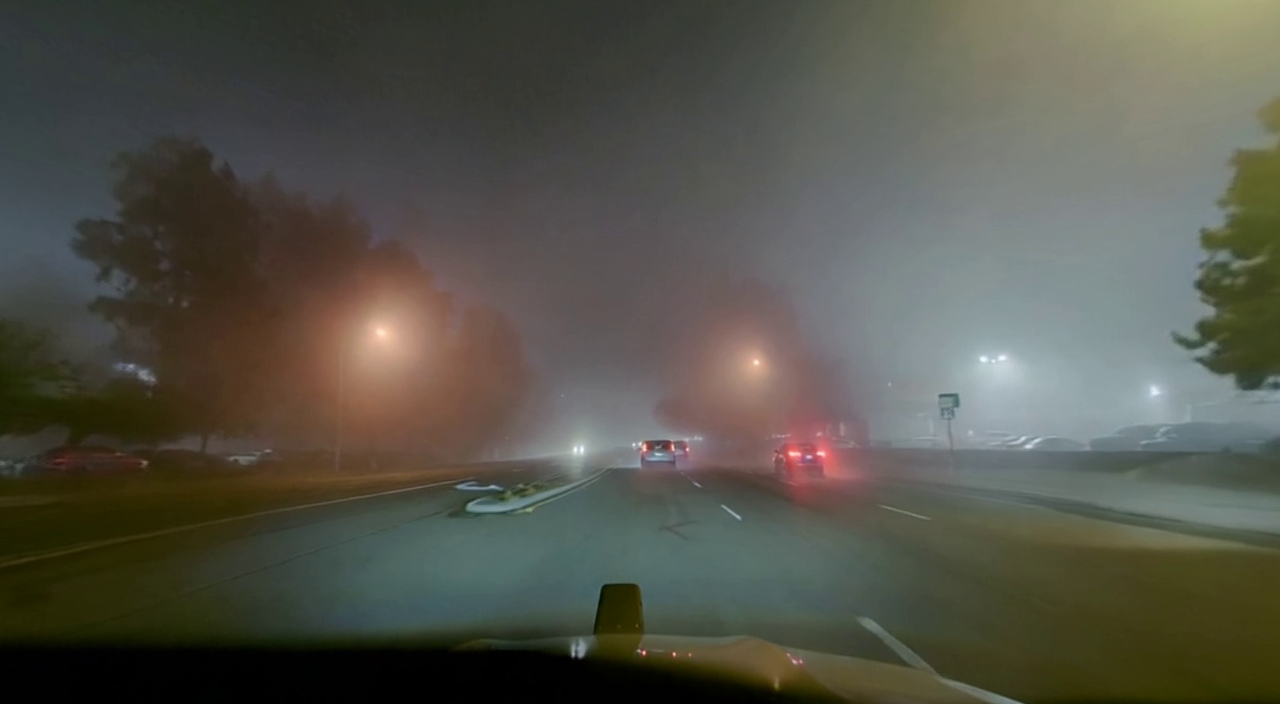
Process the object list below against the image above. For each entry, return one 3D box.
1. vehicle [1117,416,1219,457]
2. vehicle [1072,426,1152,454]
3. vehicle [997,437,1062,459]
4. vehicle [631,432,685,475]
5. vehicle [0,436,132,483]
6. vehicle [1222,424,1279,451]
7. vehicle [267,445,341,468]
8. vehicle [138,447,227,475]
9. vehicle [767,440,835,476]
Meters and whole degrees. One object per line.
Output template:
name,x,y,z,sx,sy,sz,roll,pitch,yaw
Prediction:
vehicle,34.966,5.697,42.083,2.537,2.468,5.020,0,-9,3
vehicle,31.965,6.017,43.001,1.924,1.809,4.977,-1,-8,5
vehicle,26.533,6.565,43.184,1.887,1.419,4.191,0,-9,2
vehicle,0.732,4.615,28.959,2.227,1.794,4.457,0,-8,-2
vehicle,-30.323,5.614,33.221,5.278,2.181,1.993,-1,-6,-5
vehicle,42.078,5.755,42.321,1.860,1.717,4.716,-1,-8,4
vehicle,-26.280,8.178,49.510,4.541,1.676,2.063,0,-8,1
vehicle,-29.691,7.064,41.087,4.251,1.598,1.925,-2,-10,-2
vehicle,7.563,4.998,30.085,2.029,1.548,4.422,0,-8,-1
